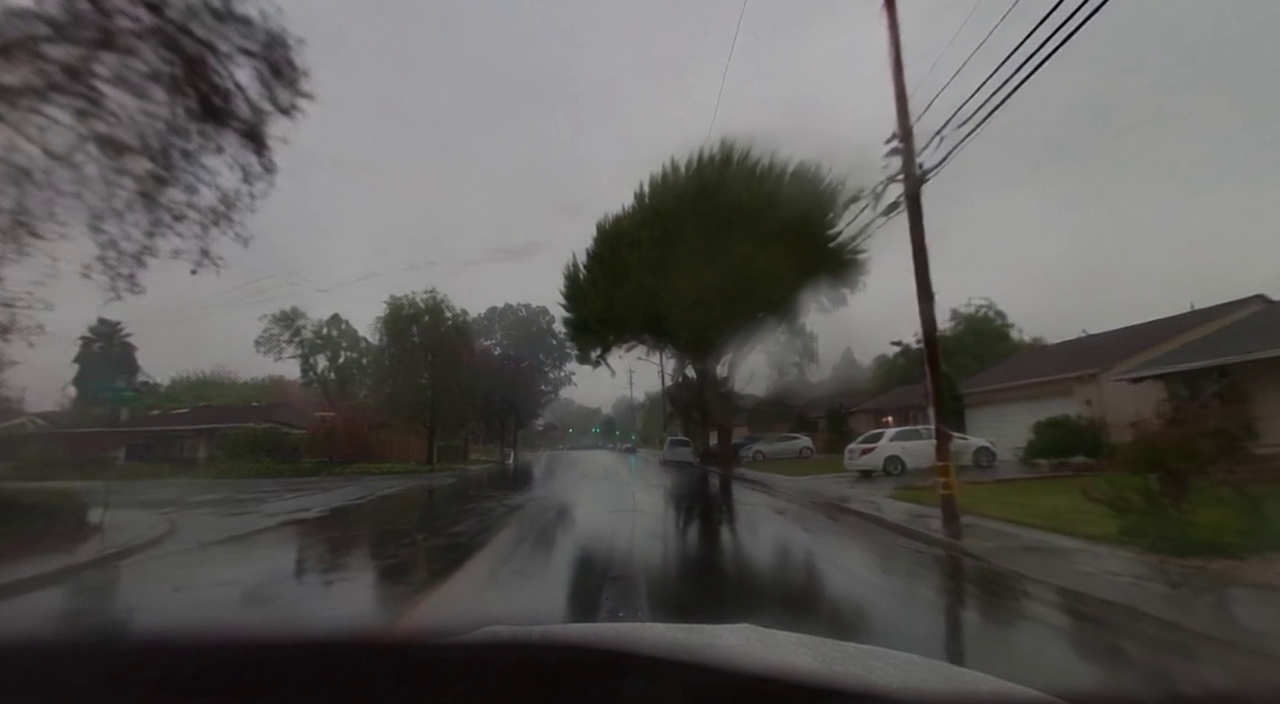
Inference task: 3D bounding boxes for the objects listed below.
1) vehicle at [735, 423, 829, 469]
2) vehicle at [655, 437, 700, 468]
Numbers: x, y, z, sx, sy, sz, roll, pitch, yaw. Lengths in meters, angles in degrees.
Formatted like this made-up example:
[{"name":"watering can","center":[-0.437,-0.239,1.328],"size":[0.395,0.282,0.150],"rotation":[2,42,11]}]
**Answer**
[{"name":"vehicle","center":[8.415,5.594,37.794],"size":[4.801,2.139,2.164],"rotation":[-6,-7,-3]},{"name":"vehicle","center":[2.470,6.847,43.307],"size":[2.214,1.962,4.733],"rotation":[1,-9,-7]}]
